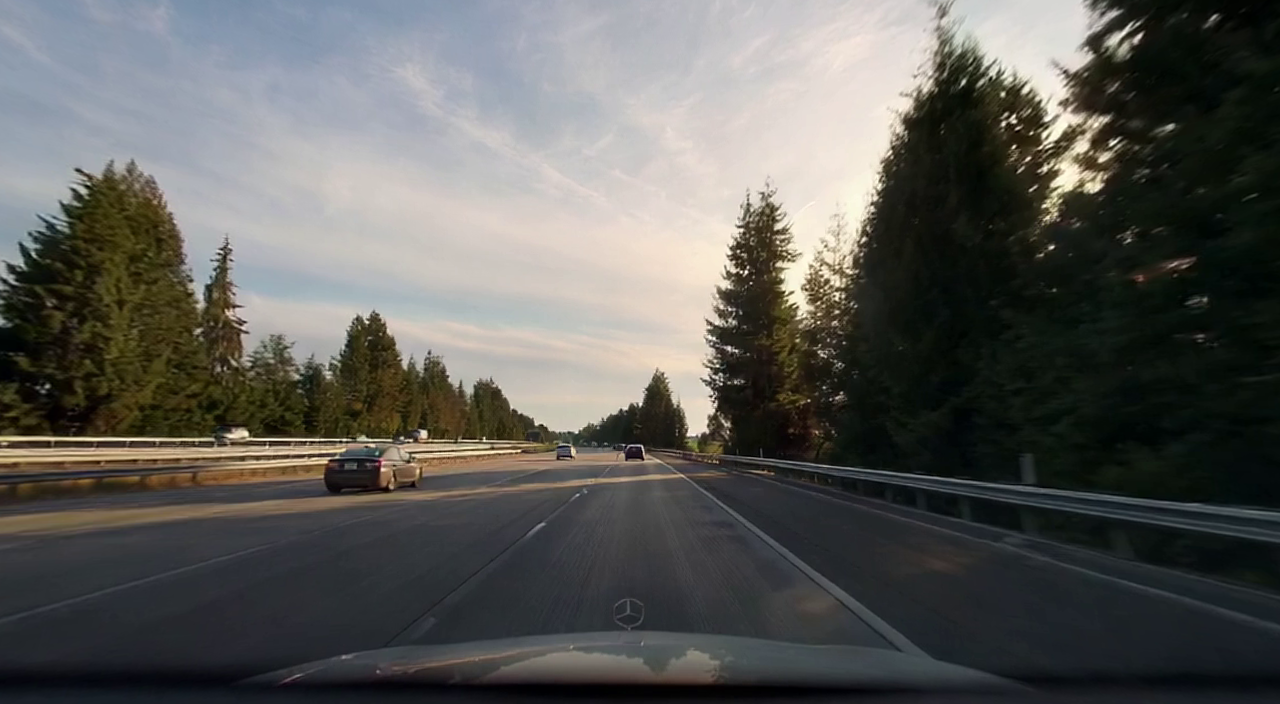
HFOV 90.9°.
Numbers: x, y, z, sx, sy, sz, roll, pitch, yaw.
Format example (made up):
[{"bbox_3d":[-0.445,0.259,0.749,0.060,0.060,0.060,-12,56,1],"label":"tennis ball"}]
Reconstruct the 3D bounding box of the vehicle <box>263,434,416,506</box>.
[{"bbox_3d":[-7.446,2.947,16.147,1.972,1.603,3.891,0,-8,0],"label":"vehicle"}]
